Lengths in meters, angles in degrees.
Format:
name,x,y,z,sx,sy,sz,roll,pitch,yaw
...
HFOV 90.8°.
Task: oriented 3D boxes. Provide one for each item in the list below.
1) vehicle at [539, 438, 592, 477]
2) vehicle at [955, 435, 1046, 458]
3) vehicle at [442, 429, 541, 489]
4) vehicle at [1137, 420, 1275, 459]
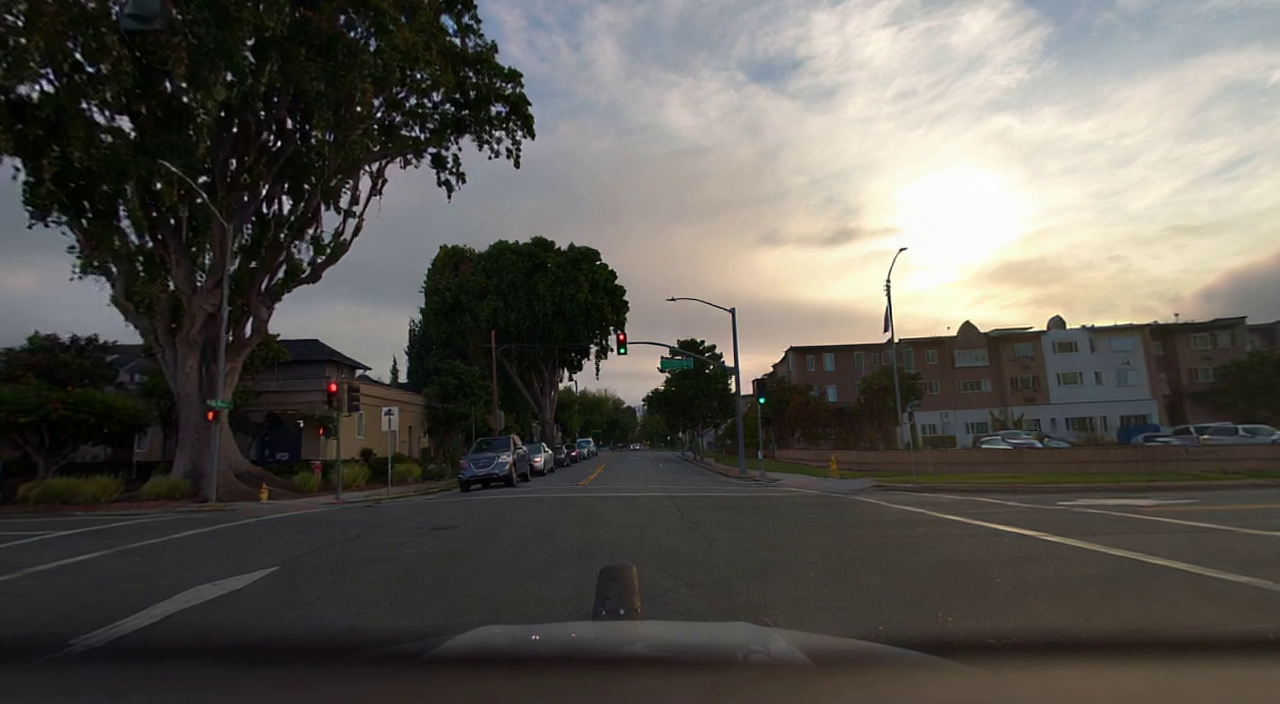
name,x,y,z,sx,sy,sz,roll,pitch,yaw
vehicle,-3.666,5.282,31.916,2.120,1.783,4.788,0,-9,0
vehicle,24.986,6.550,43.850,5.172,1.515,1.851,0,-9,-2
vehicle,-6.519,4.829,28.951,2.896,2.339,7.322,0,-9,-1
vehicle,33.255,5.164,37.261,5.969,2.149,2.331,0,-9,-3
